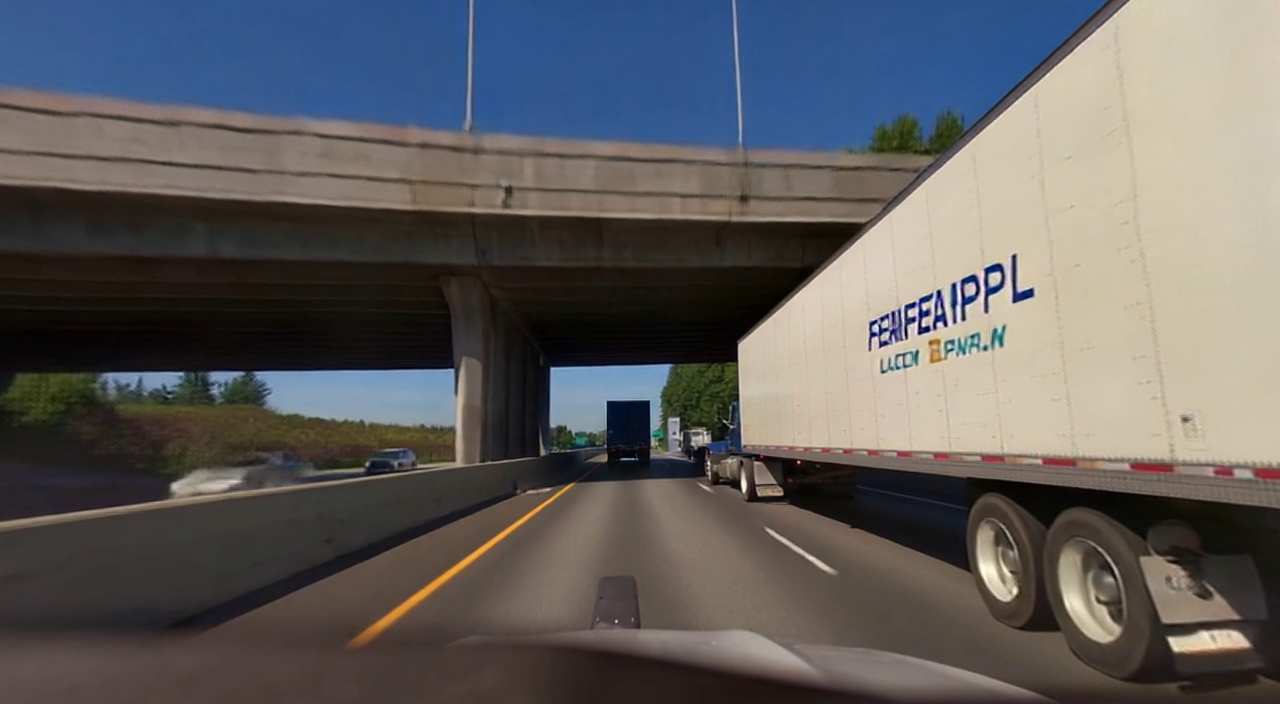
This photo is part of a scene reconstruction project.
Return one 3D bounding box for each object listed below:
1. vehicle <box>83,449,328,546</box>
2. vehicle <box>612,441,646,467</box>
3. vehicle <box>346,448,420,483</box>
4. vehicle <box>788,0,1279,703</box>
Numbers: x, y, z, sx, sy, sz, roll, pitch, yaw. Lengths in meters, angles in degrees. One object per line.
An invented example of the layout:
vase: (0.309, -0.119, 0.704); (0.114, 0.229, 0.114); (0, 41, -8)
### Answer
vehicle: (-8.376, 2.776, 12.731); (1.986, 1.522, 4.181); (-1, -8, -1)
vehicle: (-0.661, 6.068, 37.662); (1.943, 1.491, 3.459); (0, -8, -1)
vehicle: (-12.442, 5.488, 30.697); (1.995, 1.524, 3.877); (-1, -8, -1)
vehicle: (4.237, 0.232, 6.796); (2.853, 4.086, 9.078); (0, -8, -1)
